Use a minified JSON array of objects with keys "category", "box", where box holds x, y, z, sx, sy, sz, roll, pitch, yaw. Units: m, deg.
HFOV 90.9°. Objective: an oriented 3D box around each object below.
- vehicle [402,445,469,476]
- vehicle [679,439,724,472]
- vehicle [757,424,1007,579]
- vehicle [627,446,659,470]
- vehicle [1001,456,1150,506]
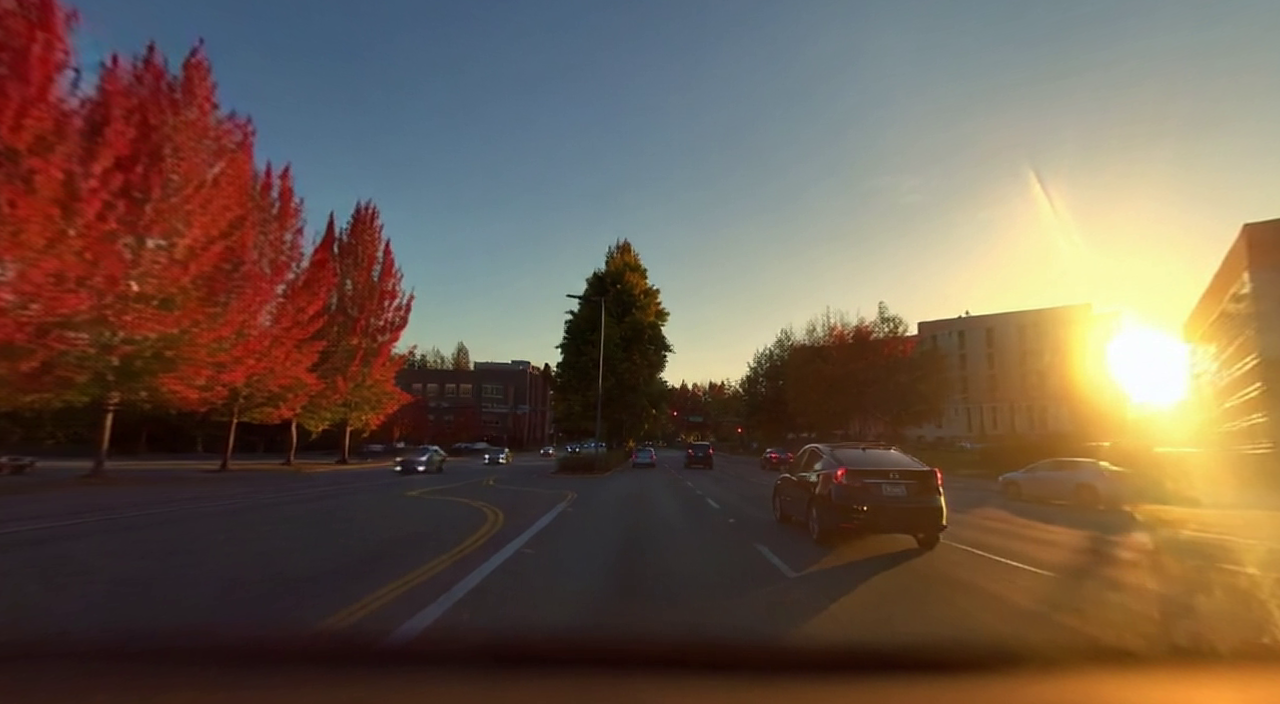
[{"category":"vehicle","box":[-10.863,5.771,33.821,1.969,1.488,4.612,0,-9,1]},{"category":"vehicle","box":[3.651,6.240,38.111,2.154,1.844,4.634,0,-8,-1]},{"category":"vehicle","box":[2.975,1.902,8.799,1.901,1.634,3.896,1,-8,0]},{"category":"vehicle","box":[0.182,6.878,41.232,1.991,1.477,3.814,0,-8,0]},{"category":"vehicle","box":[16.413,4.841,24.040,4.398,1.634,2.031,-5,-10,31]}]
